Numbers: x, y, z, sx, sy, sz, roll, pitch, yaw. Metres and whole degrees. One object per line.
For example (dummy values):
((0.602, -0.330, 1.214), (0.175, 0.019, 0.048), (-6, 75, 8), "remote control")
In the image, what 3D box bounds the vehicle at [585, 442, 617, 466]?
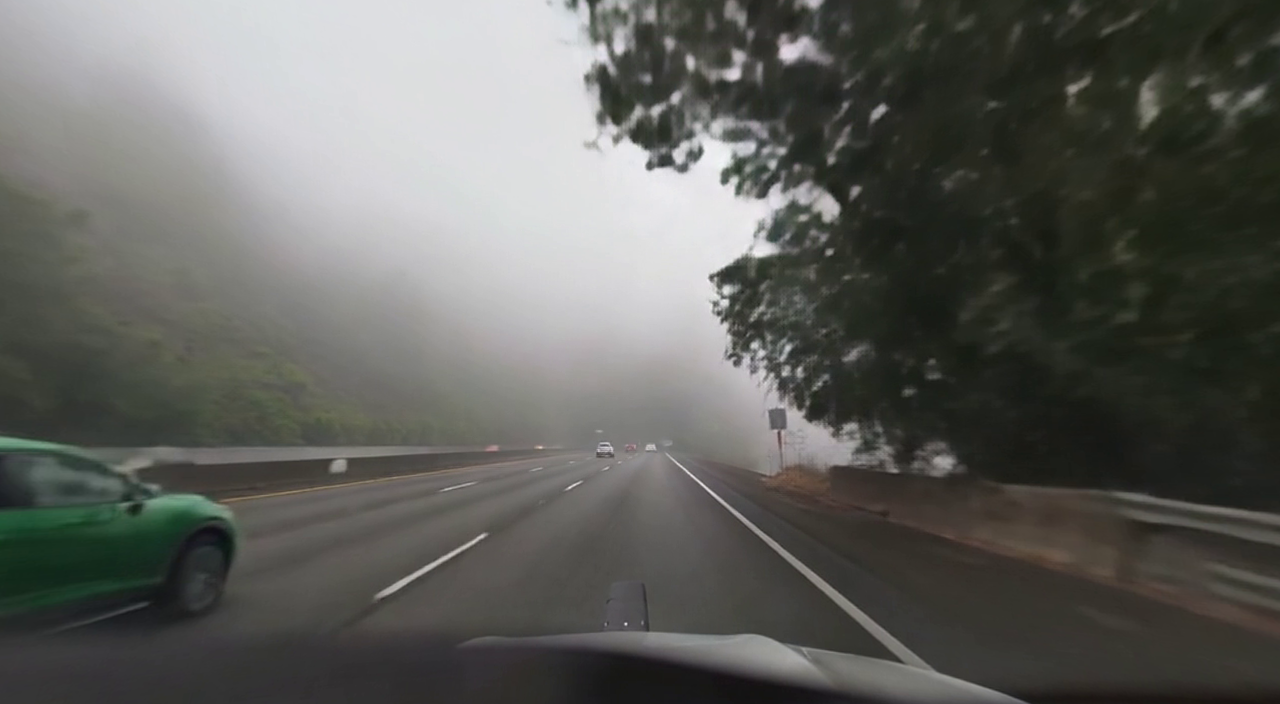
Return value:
((-2.667, 7.094, 44.103), (2.015, 1.561, 4.469), (0, -8, 0), "vehicle")

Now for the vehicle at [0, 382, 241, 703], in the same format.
((-3.936, 0.842, 2.375), (1.993, 1.538, 4.192), (0, -8, 2), "vehicle")
